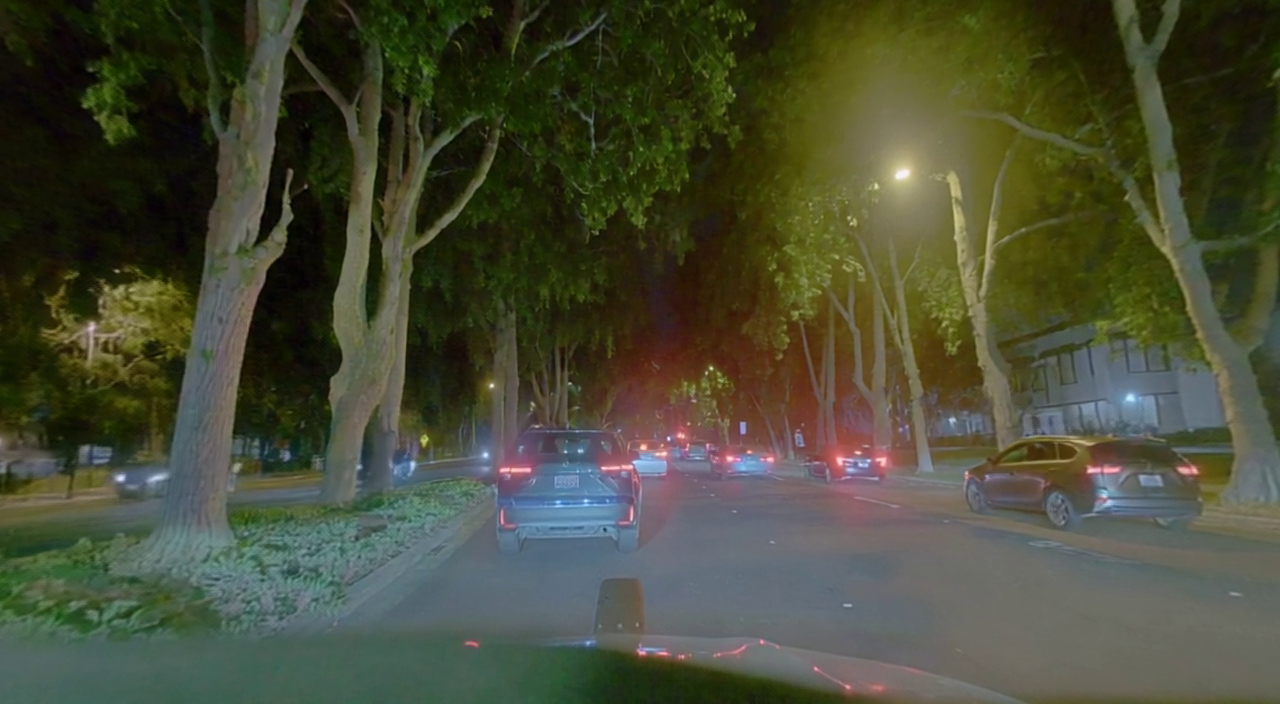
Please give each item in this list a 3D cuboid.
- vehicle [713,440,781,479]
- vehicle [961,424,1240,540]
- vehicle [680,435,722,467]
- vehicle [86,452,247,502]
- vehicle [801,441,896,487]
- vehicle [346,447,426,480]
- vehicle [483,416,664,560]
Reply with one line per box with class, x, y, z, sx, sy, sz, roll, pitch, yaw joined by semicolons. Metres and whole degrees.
vehicle;4.382;4.453;26.515;2.175;1.477;4.520;0;-8;2
vehicle;8.019;2.272;11.709;2.168;1.709;4.289;-1;-8;5
vehicle;3.740;6.156;39.418;2.114;1.846;4.659;0;-8;-1
vehicle;-15.837;4.155;21.508;1.900;1.467;4.609;0;-8;0
vehicle;7.357;3.965;22.758;1.977;1.485;4.308;0;-8;0
vehicle;-12.167;5.348;30.593;1.981;1.463;4.395;0;-8;1
vehicle;-0.941;1.867;9.326;2.106;1.655;3.717;1;-8;-5
